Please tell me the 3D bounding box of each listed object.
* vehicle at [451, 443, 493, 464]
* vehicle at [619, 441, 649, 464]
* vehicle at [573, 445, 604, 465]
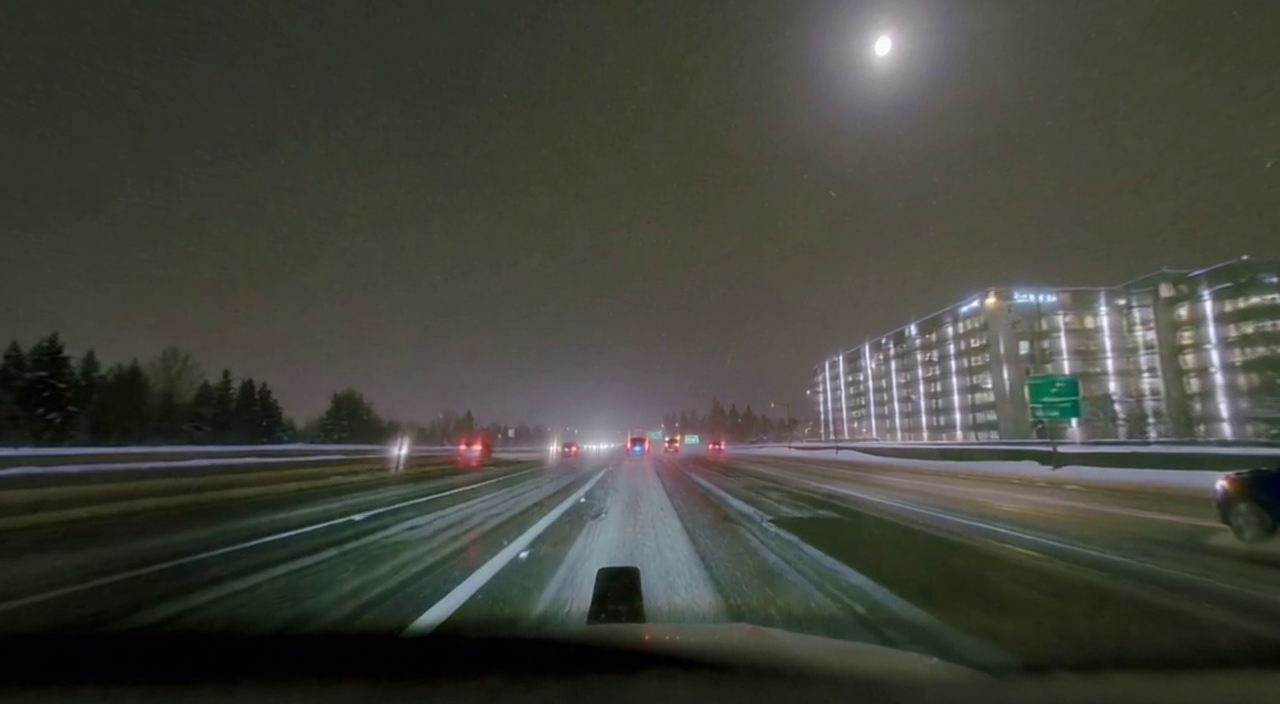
[{"bbox_3d":[-12.656,7.629,47.558,1.901,1.488,4.435,0,-8,1],"label":"vehicle"},{"bbox_3d":[-0.388,7.157,44.836,2.036,1.542,3.891,0,-8,0],"label":"vehicle"},{"bbox_3d":[-3.604,7.308,44.688,1.825,1.347,3.773,0,-8,0],"label":"vehicle"}]
